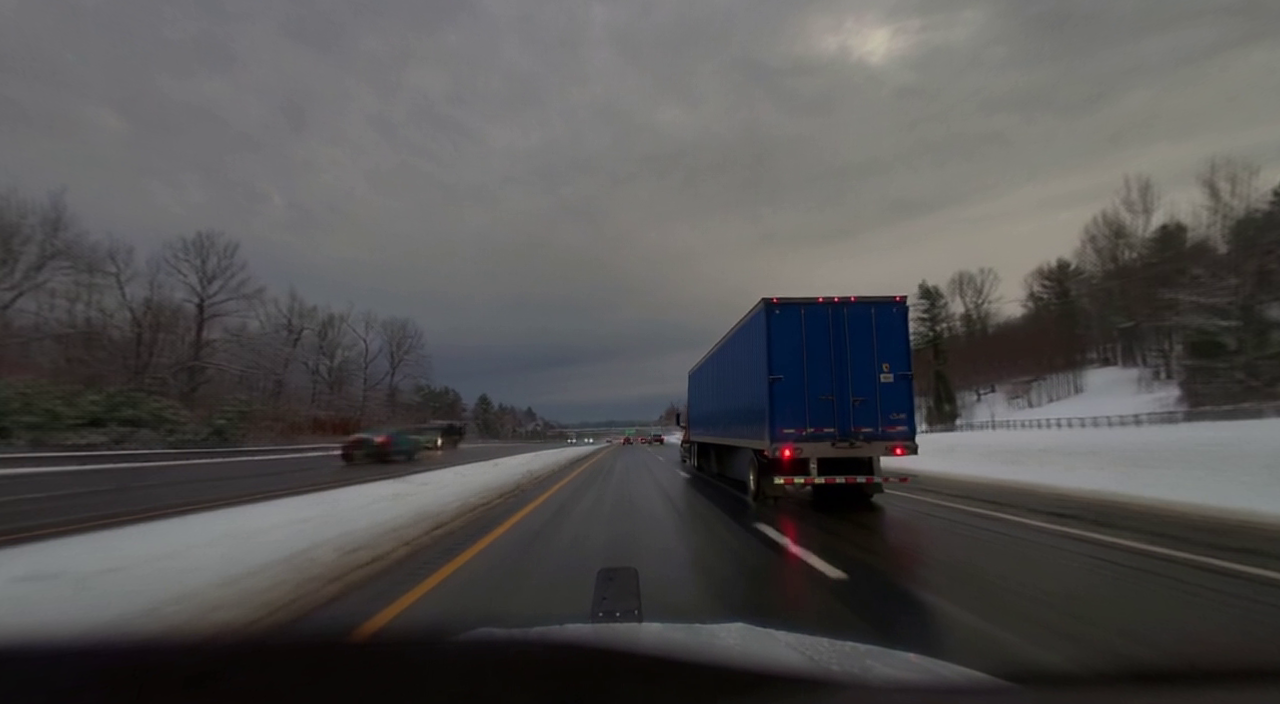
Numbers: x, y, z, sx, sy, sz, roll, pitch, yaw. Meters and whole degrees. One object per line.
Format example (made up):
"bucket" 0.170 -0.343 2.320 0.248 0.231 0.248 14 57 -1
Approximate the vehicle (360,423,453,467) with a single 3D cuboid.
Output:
"vehicle" -9.030 3.641 24.760 2.000 1.550 4.473 0 -8 -1

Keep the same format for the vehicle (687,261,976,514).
"vehicle" 3.821 1.691 19.107 3.203 4.273 17.131 0 -8 -1
